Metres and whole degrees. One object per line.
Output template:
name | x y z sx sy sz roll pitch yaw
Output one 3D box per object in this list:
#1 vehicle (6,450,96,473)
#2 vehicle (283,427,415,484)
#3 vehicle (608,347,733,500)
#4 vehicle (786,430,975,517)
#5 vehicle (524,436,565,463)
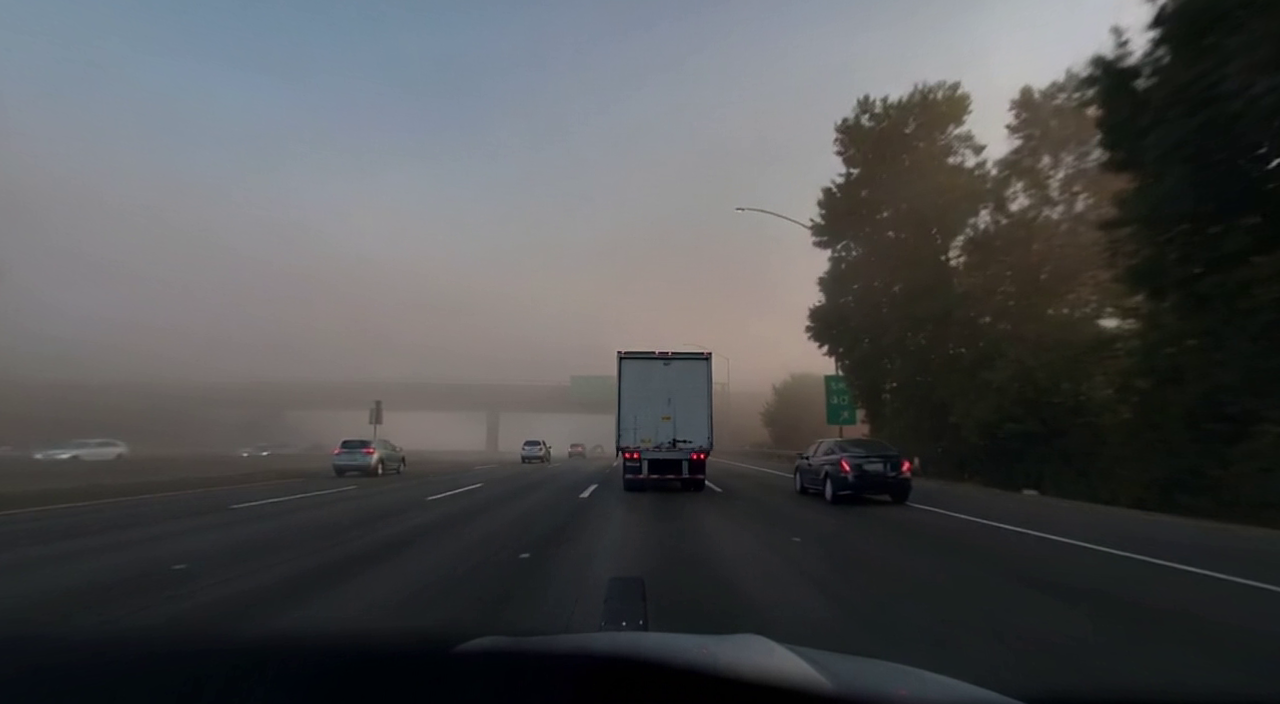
vehicle | -42.977 7.955 46.198 1.828 1.569 5.192 1 -9 -3
vehicle | -10.221 3.701 22.770 2.217 1.797 5.226 0 -9 0
vehicle | 0.629 2.466 20.246 2.916 3.584 10.841 0 -9 -1
vehicle | 4.786 2.492 13.489 2.108 1.508 4.744 0 -9 -1
vehicle | -6.768 7.004 45.229 2.125 1.793 4.892 0 -9 0
